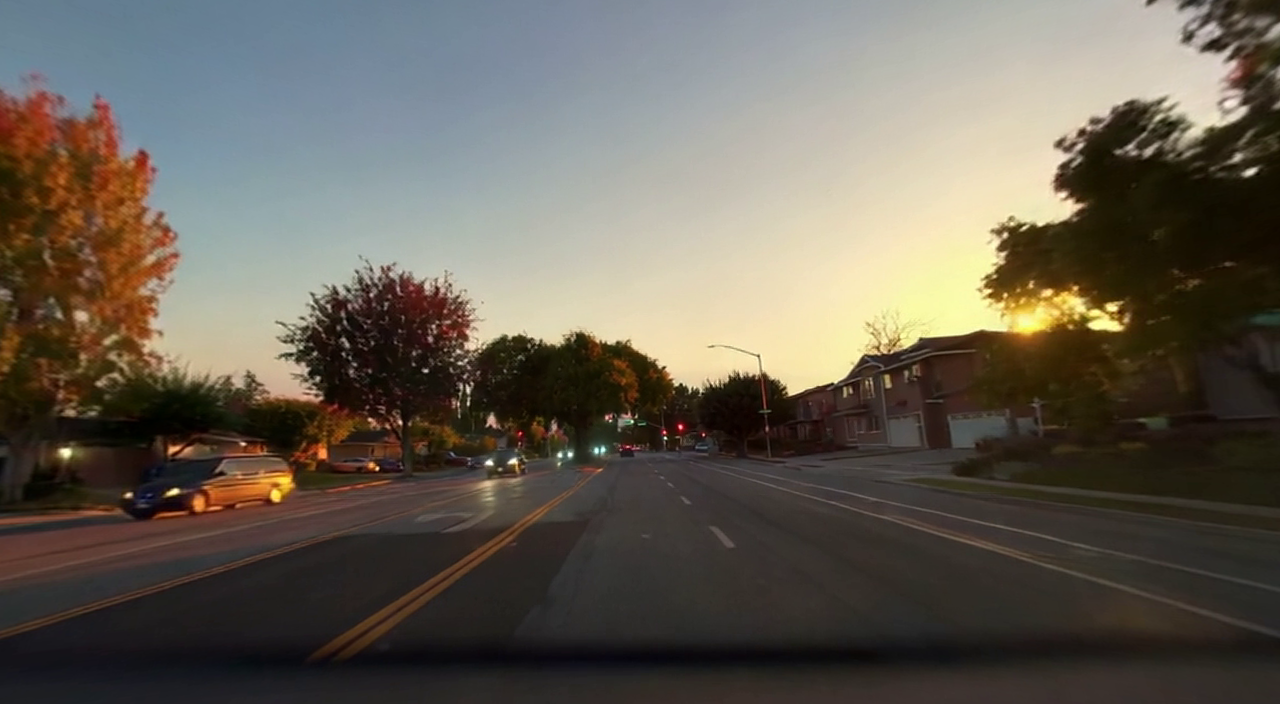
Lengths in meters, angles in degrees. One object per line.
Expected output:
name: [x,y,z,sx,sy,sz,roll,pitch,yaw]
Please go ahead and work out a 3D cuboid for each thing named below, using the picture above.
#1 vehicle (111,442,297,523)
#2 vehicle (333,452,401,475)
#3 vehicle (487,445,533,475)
vehicle: [-13.689,4.073,20.445,2.346,2.217,5.290,0,-9,-2]
vehicle: [-21.107,8.612,48.886,4.354,1.676,1.905,0,-9,-2]
vehicle: [-7.846,6.538,38.439,1.958,1.702,4.386,0,-8,-1]
